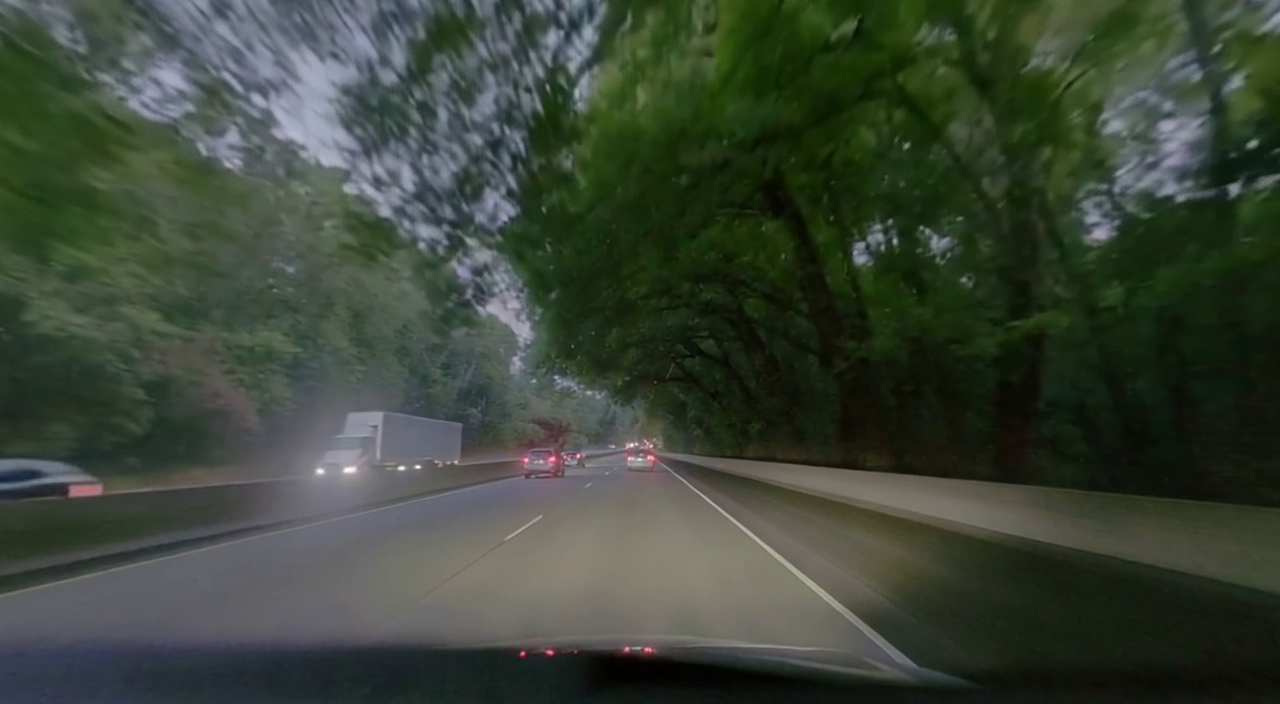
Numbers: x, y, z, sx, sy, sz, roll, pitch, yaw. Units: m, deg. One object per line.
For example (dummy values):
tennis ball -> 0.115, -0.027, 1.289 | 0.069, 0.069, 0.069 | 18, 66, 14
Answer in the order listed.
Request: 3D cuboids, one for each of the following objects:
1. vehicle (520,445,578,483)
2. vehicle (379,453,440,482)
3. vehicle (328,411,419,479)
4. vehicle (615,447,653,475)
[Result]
vehicle -> -3.966, 4.951, 28.079 | 1.978, 1.538, 3.755 | 0, -9, 1
vehicle -> -12.590, 6.326, 34.735 | 1.804, 1.437, 4.081 | 0, -9, 0
vehicle -> -16.416, 5.805, 39.339 | 2.991, 3.892, 5.867 | 0, -9, 0
vehicle -> -0.313, 6.173, 35.752 | 2.001, 1.490, 3.914 | 0, -9, 0
